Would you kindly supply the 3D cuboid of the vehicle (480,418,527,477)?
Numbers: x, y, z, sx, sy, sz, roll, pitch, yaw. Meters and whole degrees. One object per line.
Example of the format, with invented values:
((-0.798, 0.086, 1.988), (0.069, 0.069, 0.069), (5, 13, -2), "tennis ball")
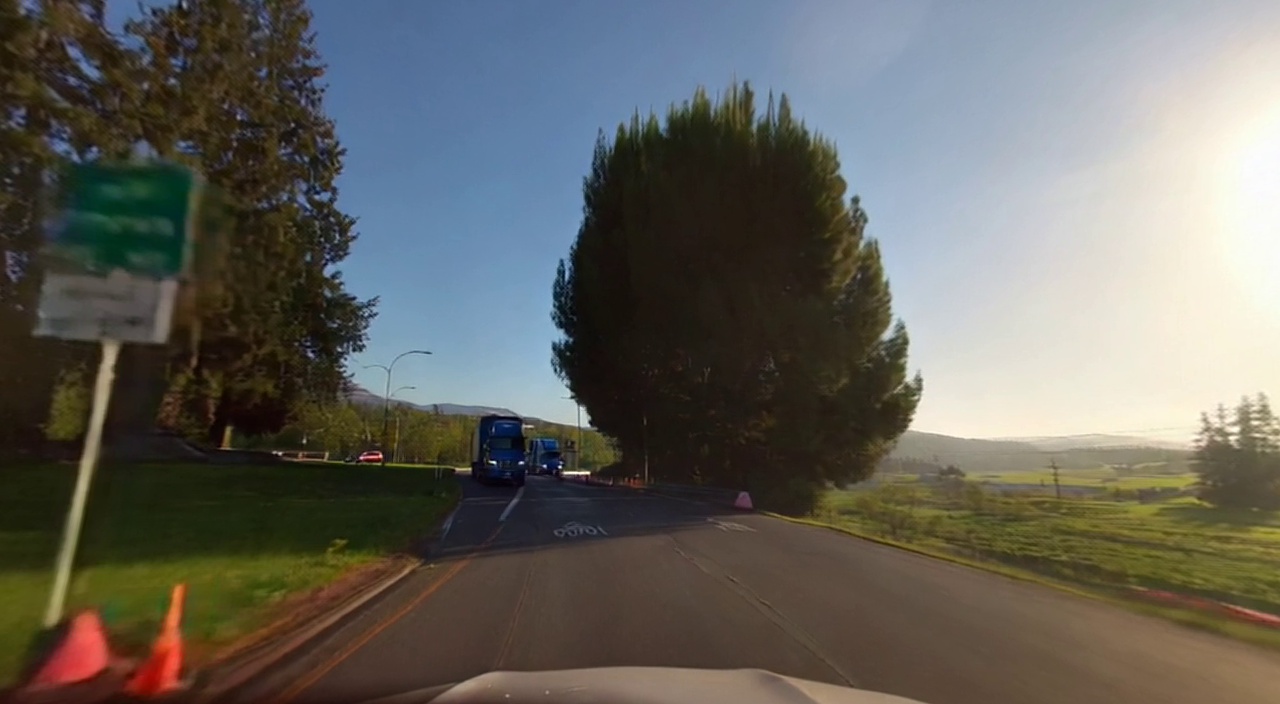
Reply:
((-10.191, 7.393, 47.703), (3.025, 4.012, 8.399), (3, -11, -10), "vehicle")

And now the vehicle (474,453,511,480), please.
((-9.022, 7.049, 38.688), (2.039, 1.536, 3.648), (3, -11, -11), "vehicle")
